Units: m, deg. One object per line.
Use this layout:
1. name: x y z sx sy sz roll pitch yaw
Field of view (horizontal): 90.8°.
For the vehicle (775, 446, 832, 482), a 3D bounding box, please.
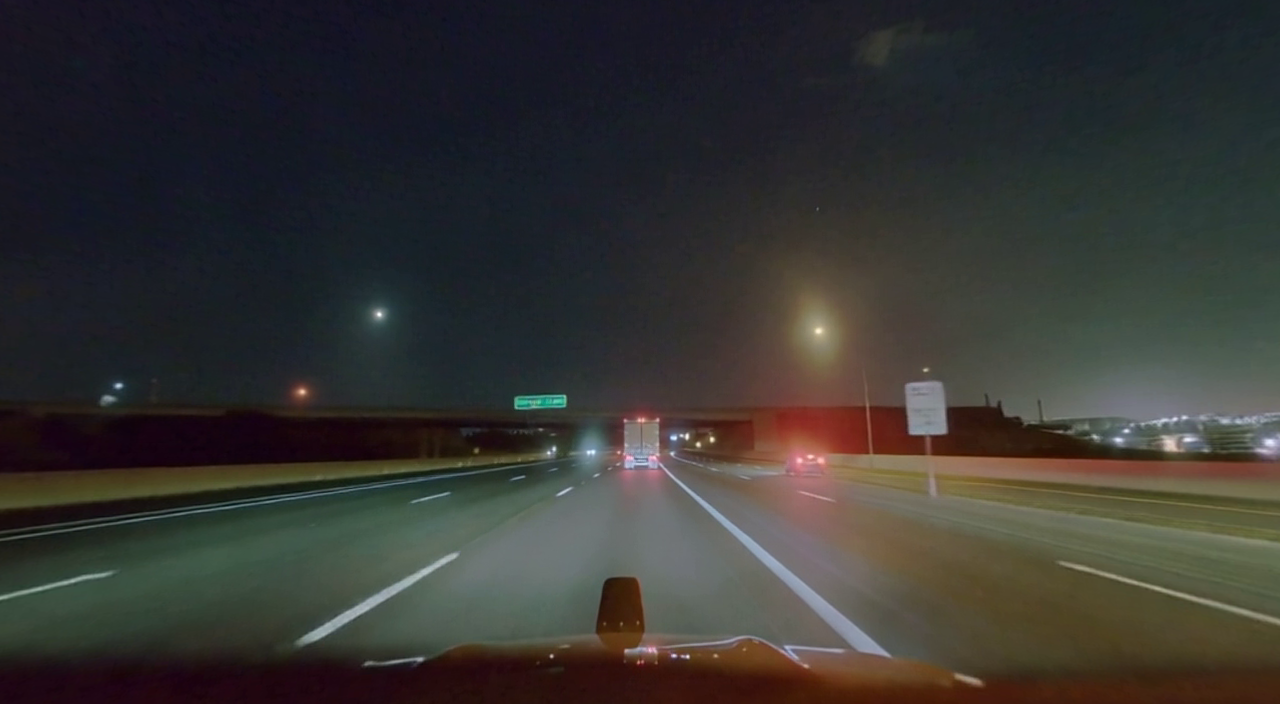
1. vehicle: 7.372 5.049 28.718 1.660 1.497 3.594 0 -9 1
